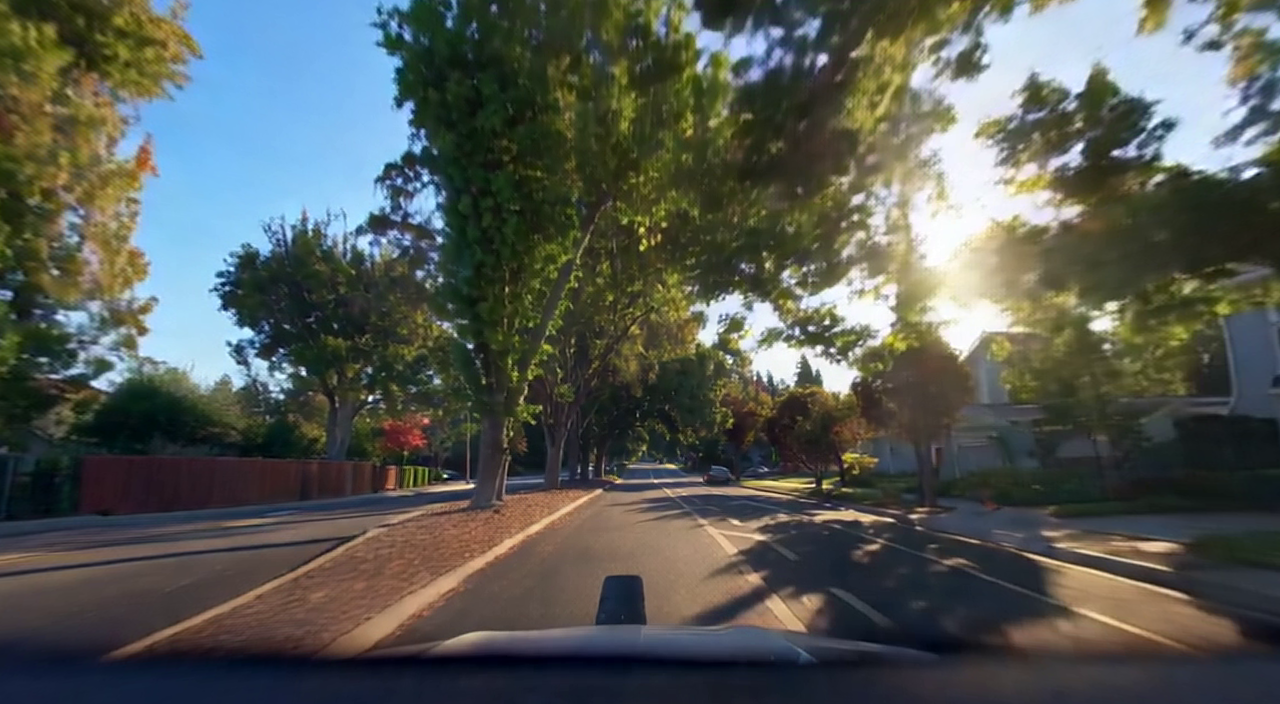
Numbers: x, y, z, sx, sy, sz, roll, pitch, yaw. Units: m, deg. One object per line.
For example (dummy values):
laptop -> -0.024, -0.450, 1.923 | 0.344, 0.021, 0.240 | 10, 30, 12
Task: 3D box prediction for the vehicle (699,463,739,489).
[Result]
vehicle -> 5.046, 8.007, 41.028 | 1.904, 1.475, 4.386 | 0, -8, -1
